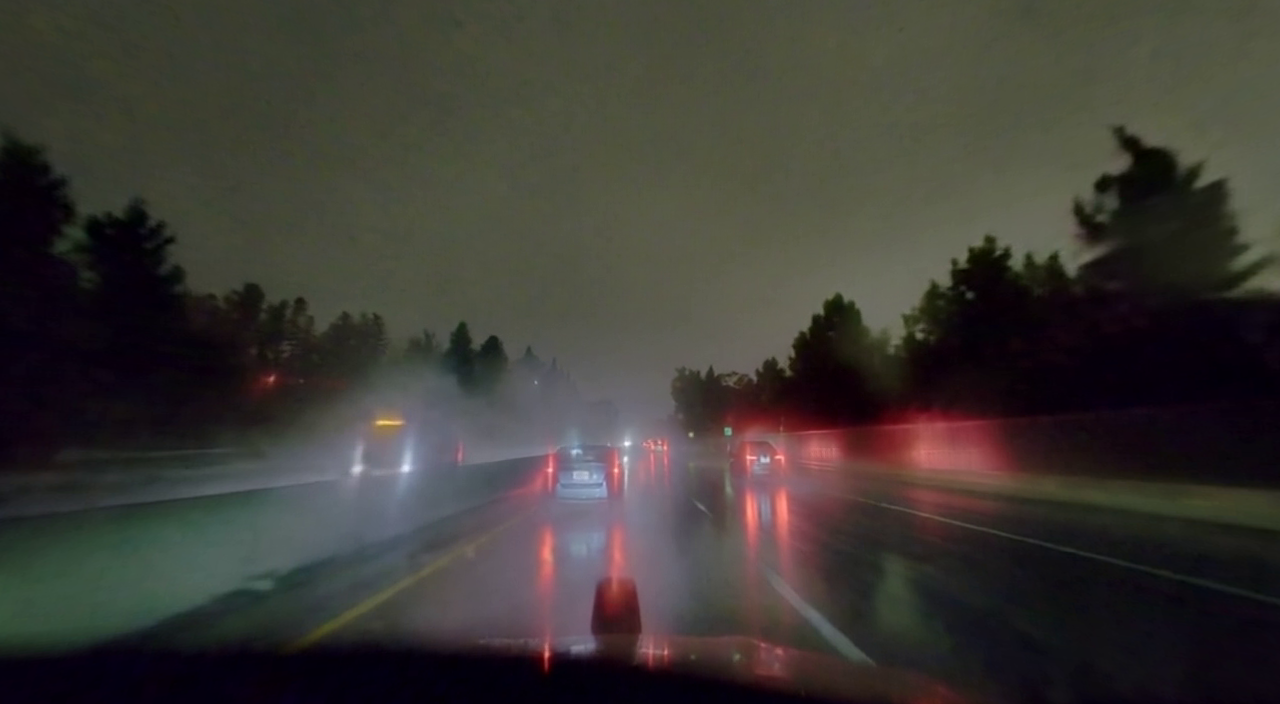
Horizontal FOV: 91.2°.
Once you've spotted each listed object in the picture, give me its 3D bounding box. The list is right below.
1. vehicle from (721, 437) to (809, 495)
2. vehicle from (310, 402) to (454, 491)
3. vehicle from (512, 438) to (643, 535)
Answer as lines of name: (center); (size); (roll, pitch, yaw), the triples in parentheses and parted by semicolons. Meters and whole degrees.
vehicle: (3.705, 3.456, 19.295); (1.910, 1.554, 3.718); (0, -9, 0)
vehicle: (-9.436, 3.610, 23.915); (2.559, 2.857, 6.693); (0, -9, 1)
vehicle: (-0.965, 2.416, 11.890); (2.013, 1.479, 4.169); (0, -9, 0)
